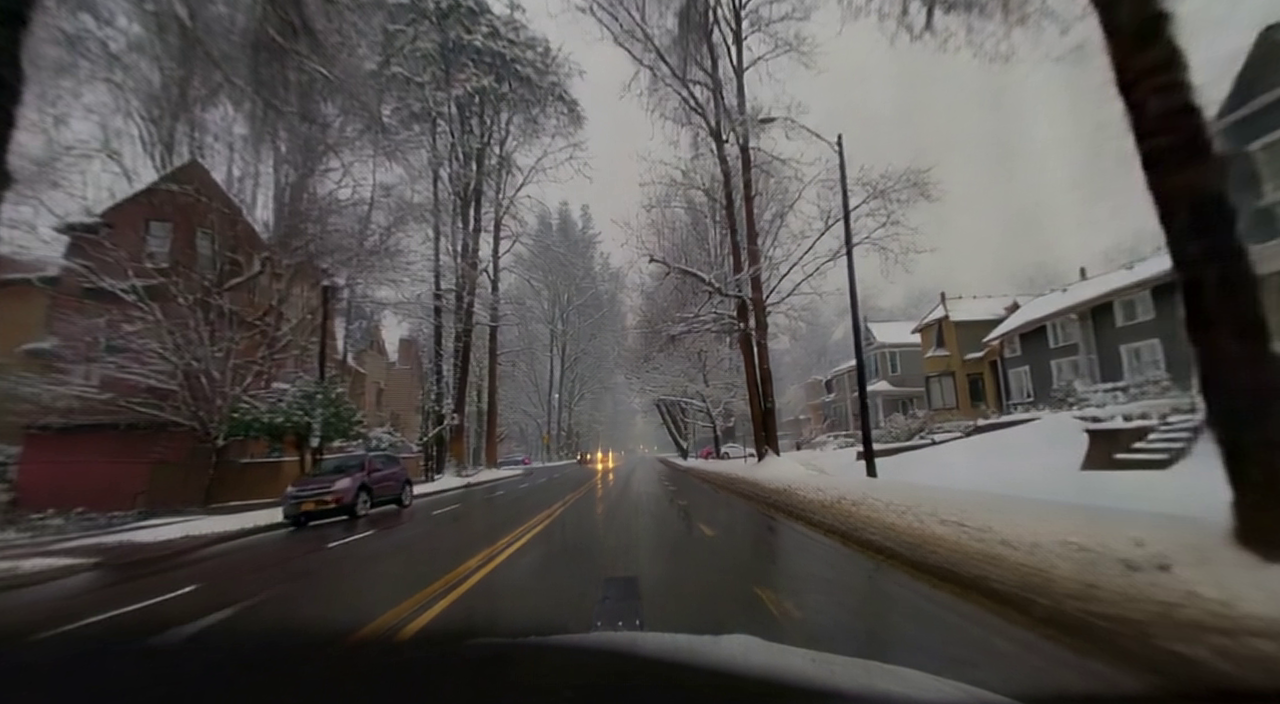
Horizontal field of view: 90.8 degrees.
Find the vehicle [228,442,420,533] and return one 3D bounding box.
[{"bbox_3d":[-7.355,3.167,15.567,2.129,1.730,5.544,-2,-9,-3],"label":"vehicle"}]

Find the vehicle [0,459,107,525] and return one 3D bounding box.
[{"bbox_3d":[-18.917,4.224,19.378,4.001,1.772,2.038,-4,-9,19],"label":"vehicle"}]
